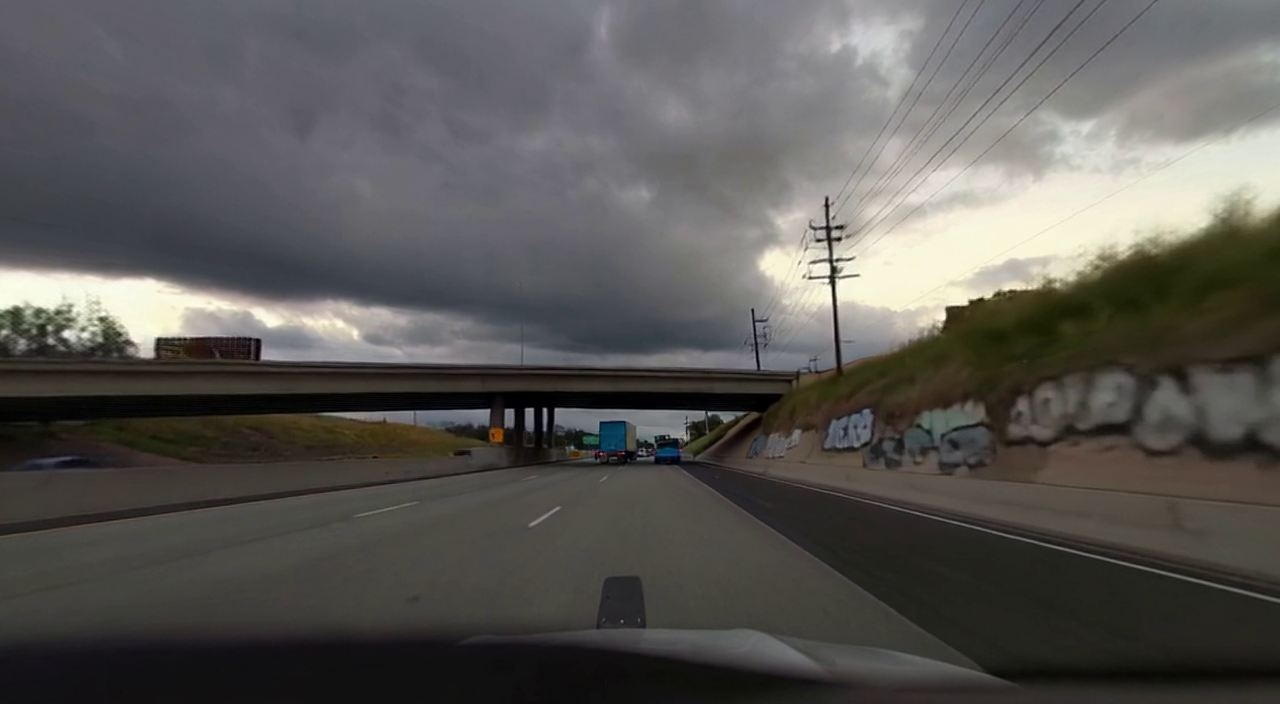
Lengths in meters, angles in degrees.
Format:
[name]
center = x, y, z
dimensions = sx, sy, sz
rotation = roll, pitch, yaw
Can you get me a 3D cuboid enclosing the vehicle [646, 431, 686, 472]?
[vehicle]
center = 1.731, 6.907, 43.950
dimensions = 2.462, 2.627, 5.799
rotation = 0, -9, -1
